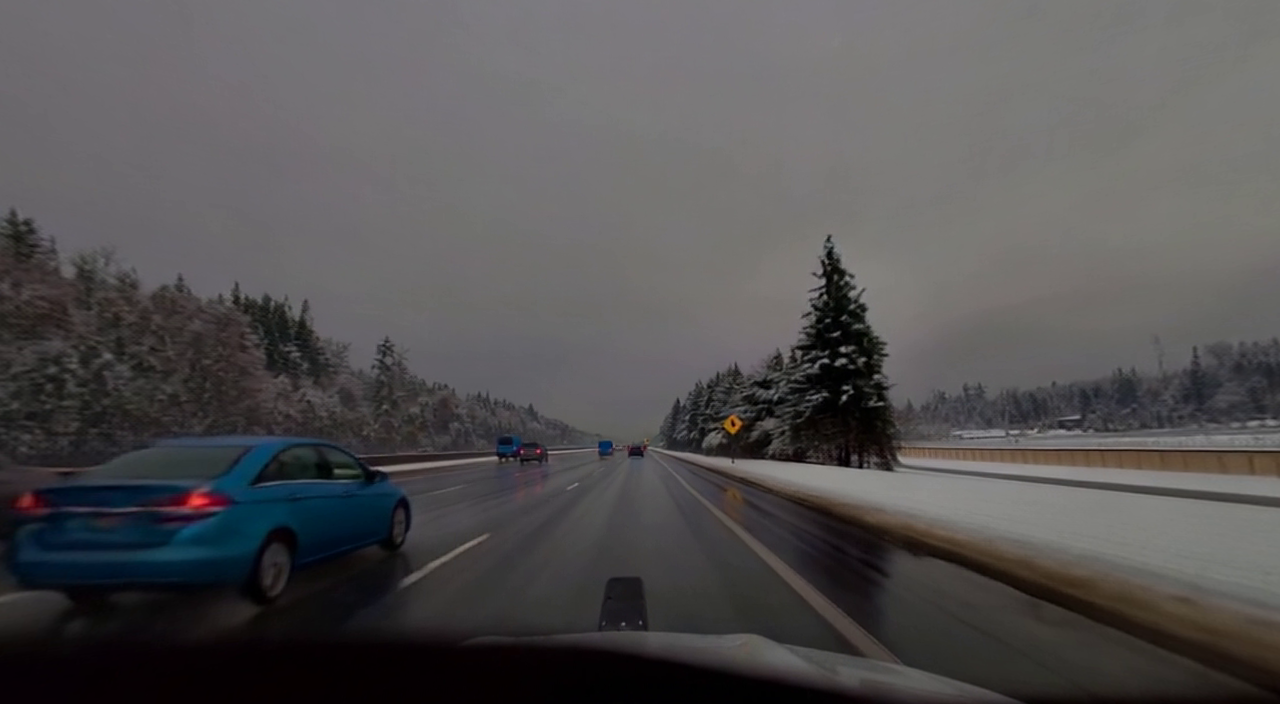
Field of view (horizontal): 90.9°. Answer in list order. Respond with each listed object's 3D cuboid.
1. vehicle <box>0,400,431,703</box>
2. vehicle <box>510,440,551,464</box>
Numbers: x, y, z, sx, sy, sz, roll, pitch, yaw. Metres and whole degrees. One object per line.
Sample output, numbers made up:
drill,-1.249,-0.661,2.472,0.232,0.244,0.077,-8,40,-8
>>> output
vehicle,-3.526,1.292,4.829,2.081,1.514,4.943,0,-8,1
vehicle,-7.506,6.876,43.523,2.014,1.598,4.015,0,-8,1
